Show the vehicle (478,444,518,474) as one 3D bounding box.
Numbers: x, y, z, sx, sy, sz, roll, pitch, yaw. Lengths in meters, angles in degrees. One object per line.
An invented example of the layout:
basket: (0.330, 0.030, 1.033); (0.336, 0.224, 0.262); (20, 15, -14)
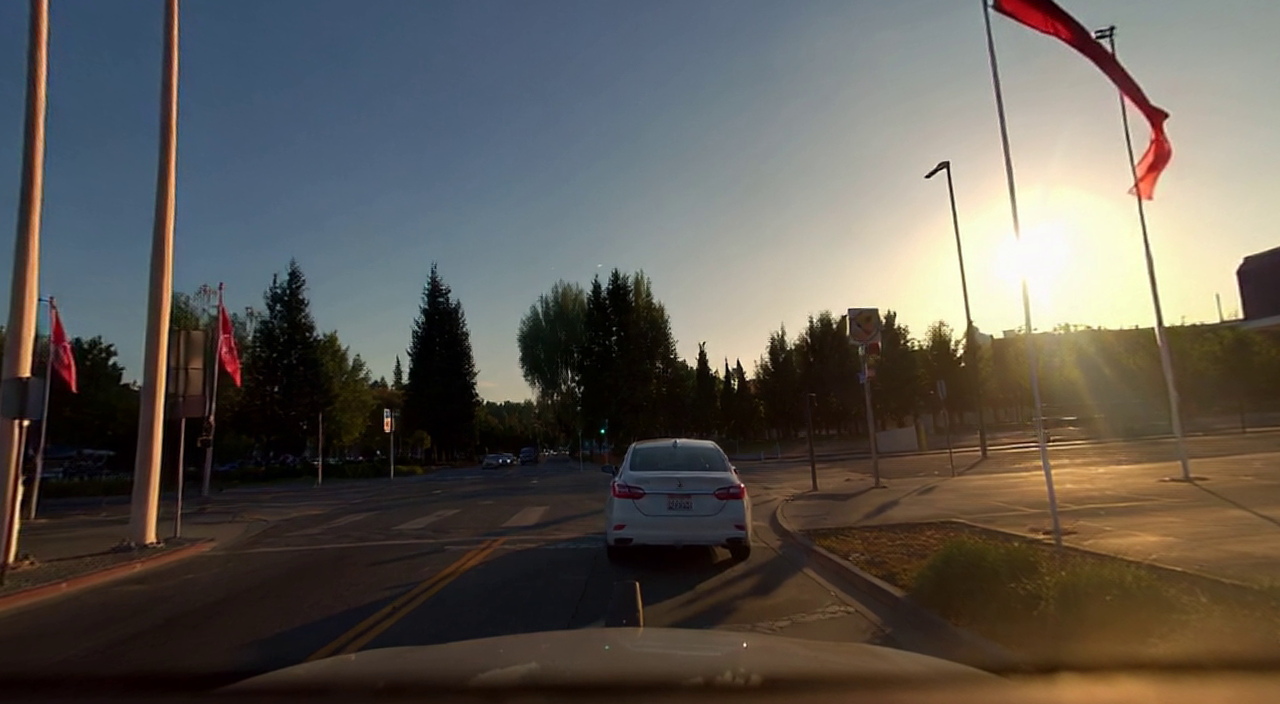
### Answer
vehicle: (-9.987, 7.561, 44.673); (2.212, 1.948, 4.537); (0, -9, -5)

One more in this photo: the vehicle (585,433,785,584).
vehicle: (0.364, 1.840, 8.145); (1.985, 1.463, 3.647); (0, -9, -3)
